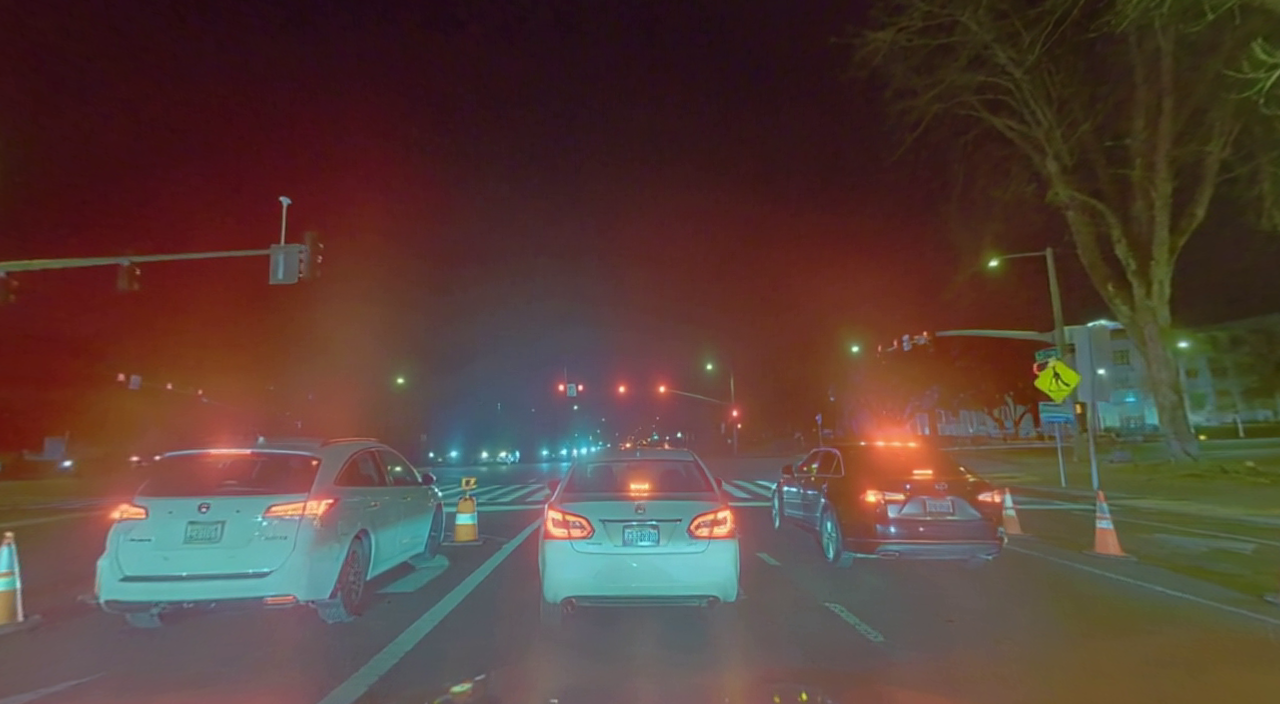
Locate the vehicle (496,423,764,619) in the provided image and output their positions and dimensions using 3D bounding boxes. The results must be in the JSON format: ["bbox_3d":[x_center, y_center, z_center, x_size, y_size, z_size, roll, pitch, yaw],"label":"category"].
[{"bbox_3d":[-0.121,1.628,7.089,2.061,1.486,4.332,0,-8,-1],"label":"vehicle"}]

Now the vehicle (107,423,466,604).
[{"bbox_3d":[-3.593,1.681,7.446,1.863,1.526,4.006,0,-8,1],"label":"vehicle"}]

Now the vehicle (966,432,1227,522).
[{"bbox_3d":[9.358,2.582,13.584,1.957,1.576,4.670,0,-9,-3],"label":"vehicle"}]
